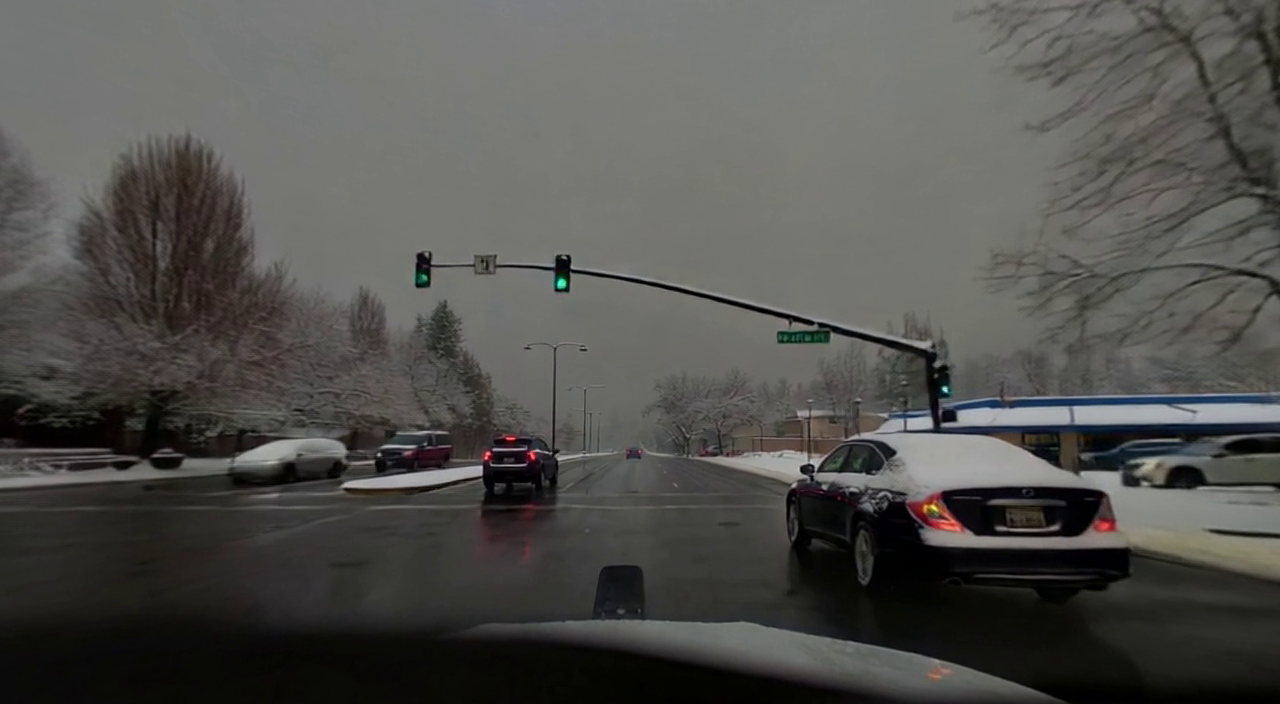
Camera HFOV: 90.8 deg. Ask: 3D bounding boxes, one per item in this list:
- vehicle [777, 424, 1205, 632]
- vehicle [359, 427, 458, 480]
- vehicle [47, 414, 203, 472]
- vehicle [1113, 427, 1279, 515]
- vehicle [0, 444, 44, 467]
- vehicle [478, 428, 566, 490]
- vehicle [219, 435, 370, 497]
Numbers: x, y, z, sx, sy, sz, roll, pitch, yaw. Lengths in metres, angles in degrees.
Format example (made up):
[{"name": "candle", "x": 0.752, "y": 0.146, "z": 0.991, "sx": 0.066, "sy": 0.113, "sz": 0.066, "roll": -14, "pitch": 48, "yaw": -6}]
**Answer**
[{"name": "vehicle", "x": 3.106, "y": 1.637, "z": 7.085, "sx": 1.975, "sy": 1.502, "sz": 4.787, "roll": 0, "pitch": -8, "yaw": -1}, {"name": "vehicle", "x": -9.683, "y": 4.297, "z": 26.956, "sx": 2.301, "sy": 1.926, "sz": 5.183, "roll": -1, "pitch": -8, "yaw": 0}, {"name": "vehicle", "x": -34.396, "y": 6.104, "z": 42.467, "sx": 7.384, "sy": 3.665, "sz": 3.220, "roll": 0, "pitch": -8, "yaw": -1}, {"name": "vehicle", "x": 17.308, "y": 3.264, "z": 17.848, "sx": 5.651, "sy": 2.172, "sz": 2.710, "roll": -1, "pitch": -9, "yaw": -4}, {"name": "vehicle", "x": -49.247, "y": 8.014, "z": 48.917, "sx": 2.049, "sy": 1.745, "sz": 4.172, "roll": 0, "pitch": -8, "yaw": 0}, {"name": "vehicle", "x": -3.751, "y": 3.502, "z": 21.003, "sx": 1.997, "sy": 1.806, "sz": 4.500, "roll": 0, "pitch": -8, "yaw": 1}, {"name": "vehicle", "x": -10.099, "y": 3.335, "z": 18.968, "sx": 1.942, "sy": 1.576, "sz": 4.567, "roll": -1, "pitch": -8, "yaw": 0}]
